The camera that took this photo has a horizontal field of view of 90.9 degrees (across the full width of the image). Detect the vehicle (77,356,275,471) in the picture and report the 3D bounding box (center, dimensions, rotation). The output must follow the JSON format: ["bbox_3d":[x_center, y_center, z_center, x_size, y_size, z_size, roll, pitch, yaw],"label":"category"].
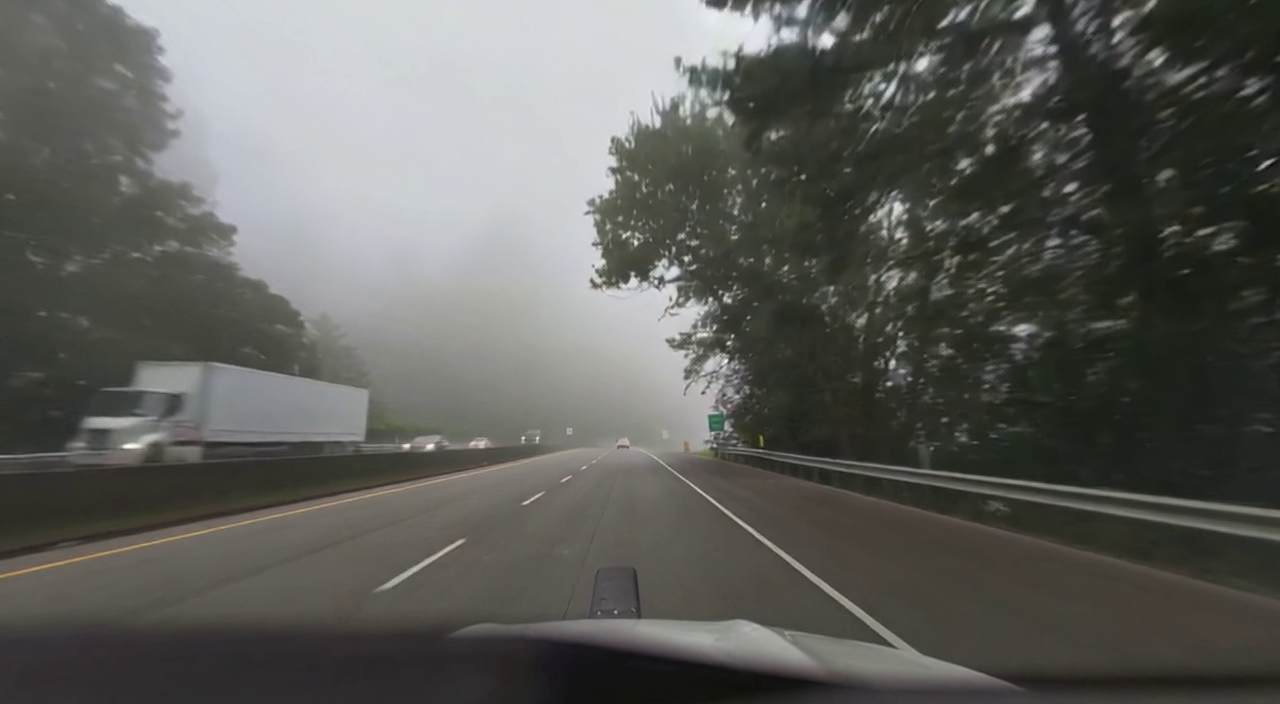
[{"bbox_3d":[-17.096,2.427,23.883,2.903,3.816,5.854,0,-8,0],"label":"vehicle"}]

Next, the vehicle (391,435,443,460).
[{"bbox_3d":[-12.791,5.467,36.312,1.846,1.358,3.271,0,-8,0],"label":"vehicle"}]
